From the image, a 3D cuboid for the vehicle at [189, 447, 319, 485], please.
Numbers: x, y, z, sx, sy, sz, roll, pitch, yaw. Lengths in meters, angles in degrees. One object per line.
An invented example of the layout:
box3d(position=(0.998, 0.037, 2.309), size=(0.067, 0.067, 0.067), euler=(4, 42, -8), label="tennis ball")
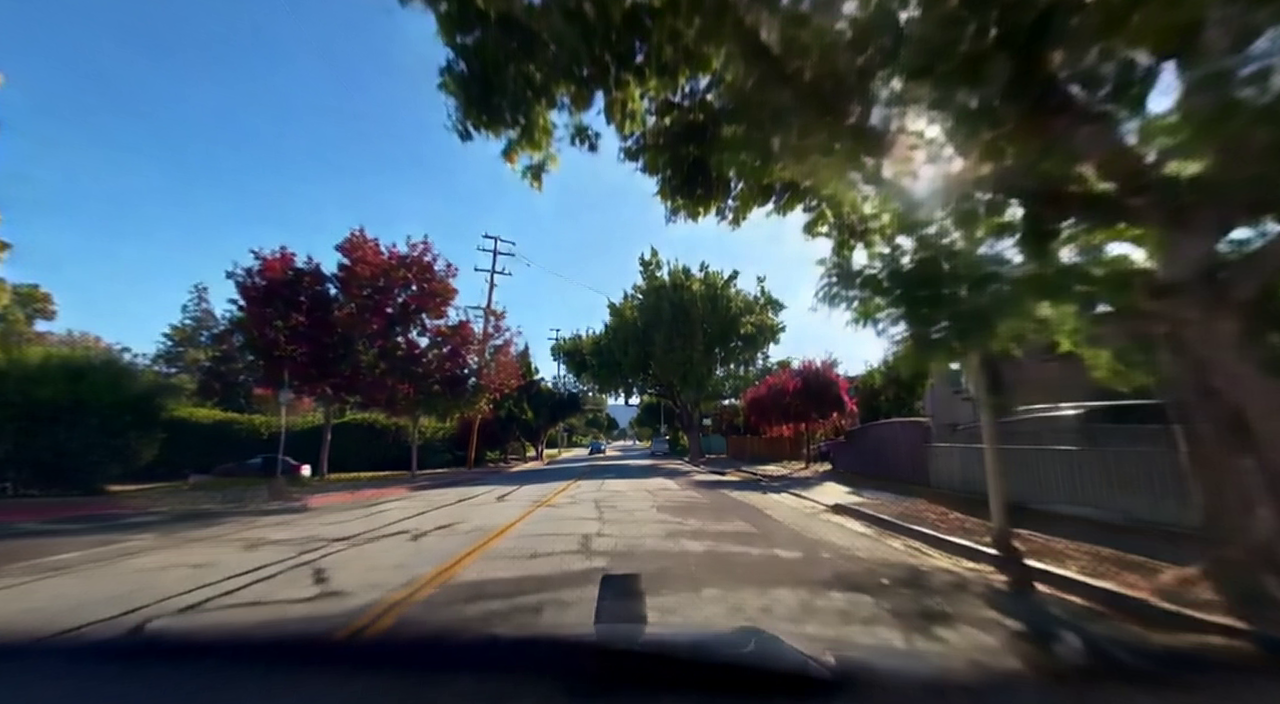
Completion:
box3d(position=(-18.628, 5.525, 30.693), size=(4.874, 1.675, 2.197), euler=(-1, -9, -1), label="vehicle")
